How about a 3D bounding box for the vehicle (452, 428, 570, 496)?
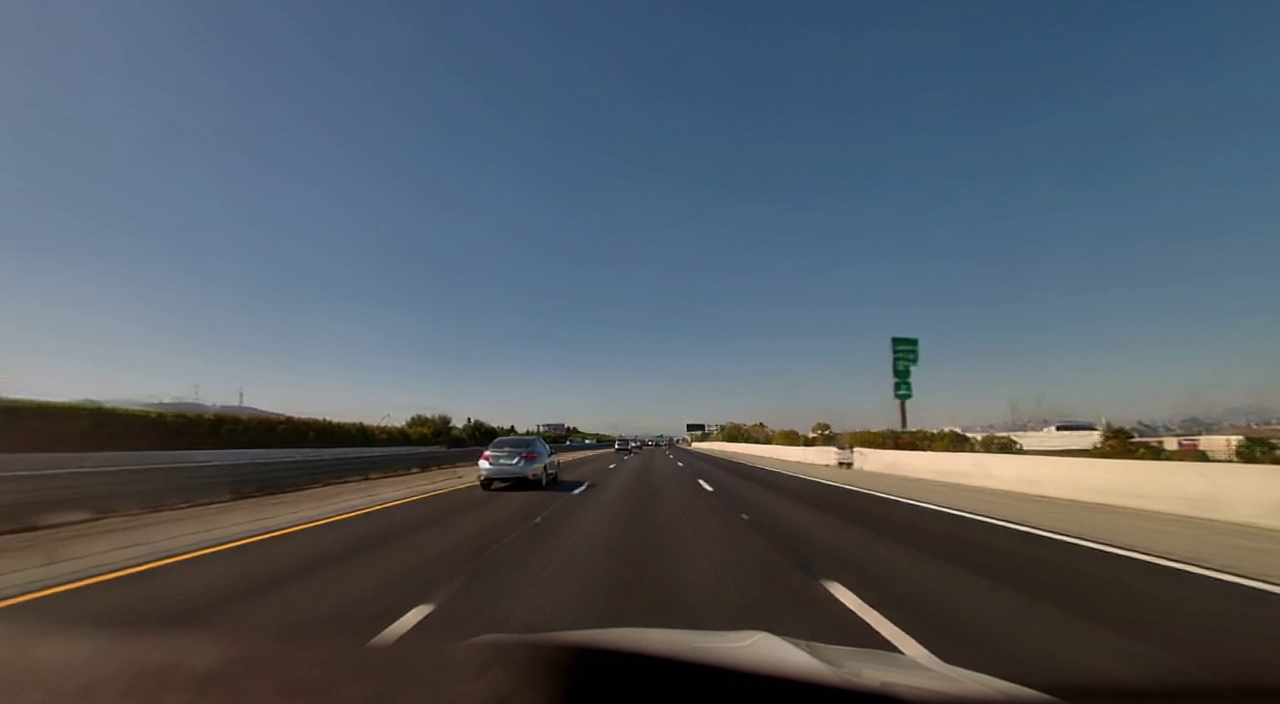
[{"bbox_3d":[-3.312,2.946,17.272,2.053,1.587,4.855,0,-8,2],"label":"vehicle"}]
